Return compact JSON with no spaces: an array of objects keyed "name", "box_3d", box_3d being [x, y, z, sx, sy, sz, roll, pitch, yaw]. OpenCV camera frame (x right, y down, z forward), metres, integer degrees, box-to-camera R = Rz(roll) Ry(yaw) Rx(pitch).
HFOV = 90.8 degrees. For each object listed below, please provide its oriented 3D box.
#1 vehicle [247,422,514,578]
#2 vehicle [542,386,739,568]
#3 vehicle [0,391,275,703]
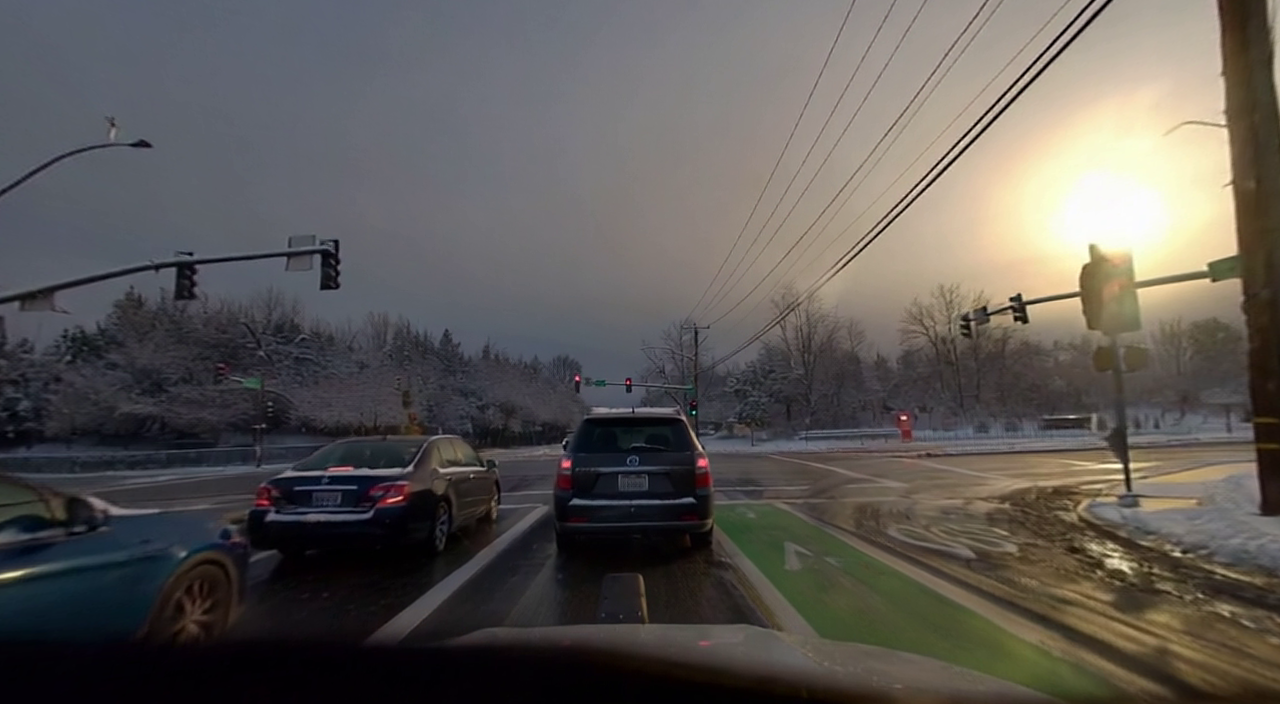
[{"name":"vehicle","box_3d":[-2.925,1.758,8.156,1.726,1.506,3.840,0,-9,1]},{"name":"vehicle","box_3d":[-0.035,1.715,9.228,2.036,1.885,5.196,0,-9,-1]},{"name":"vehicle","box_3d":[-3.480,0.775,1.464,2.138,1.488,5.327,0,-7,-1]}]
